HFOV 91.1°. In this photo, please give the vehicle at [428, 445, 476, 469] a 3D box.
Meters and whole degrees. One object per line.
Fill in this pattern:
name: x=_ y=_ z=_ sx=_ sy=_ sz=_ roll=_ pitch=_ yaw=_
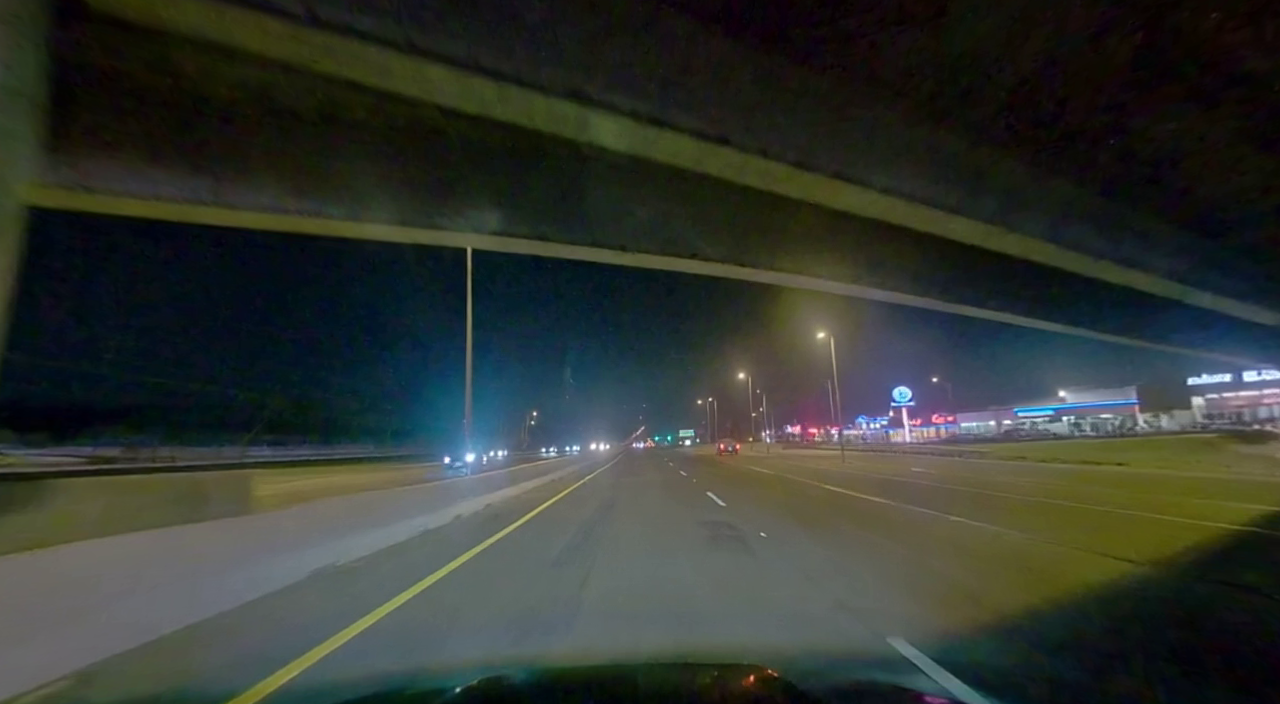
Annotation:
vehicle: x=-11.598 y=6.503 z=39.009 sx=1.894 sy=1.393 sz=3.926 roll=0 pitch=-9 yaw=-2
